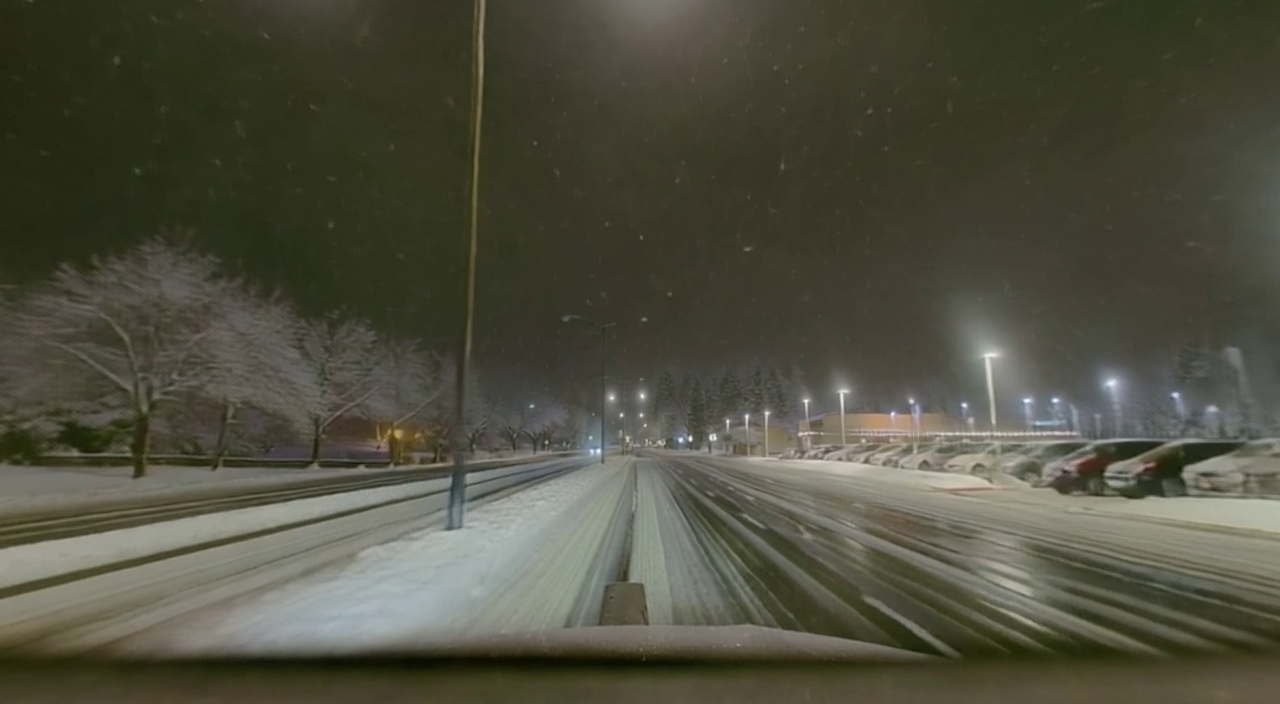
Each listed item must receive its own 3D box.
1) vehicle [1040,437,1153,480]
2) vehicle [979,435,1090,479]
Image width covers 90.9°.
[{"bbox_3d":[19.521,4.523,27.205,1.859,1.643,4.091,-1,-7,1],"label":"vehicle"},{"bbox_3d":[17.001,4.509,27.459,1.882,1.699,4.367,-1,-8,-1],"label":"vehicle"}]
